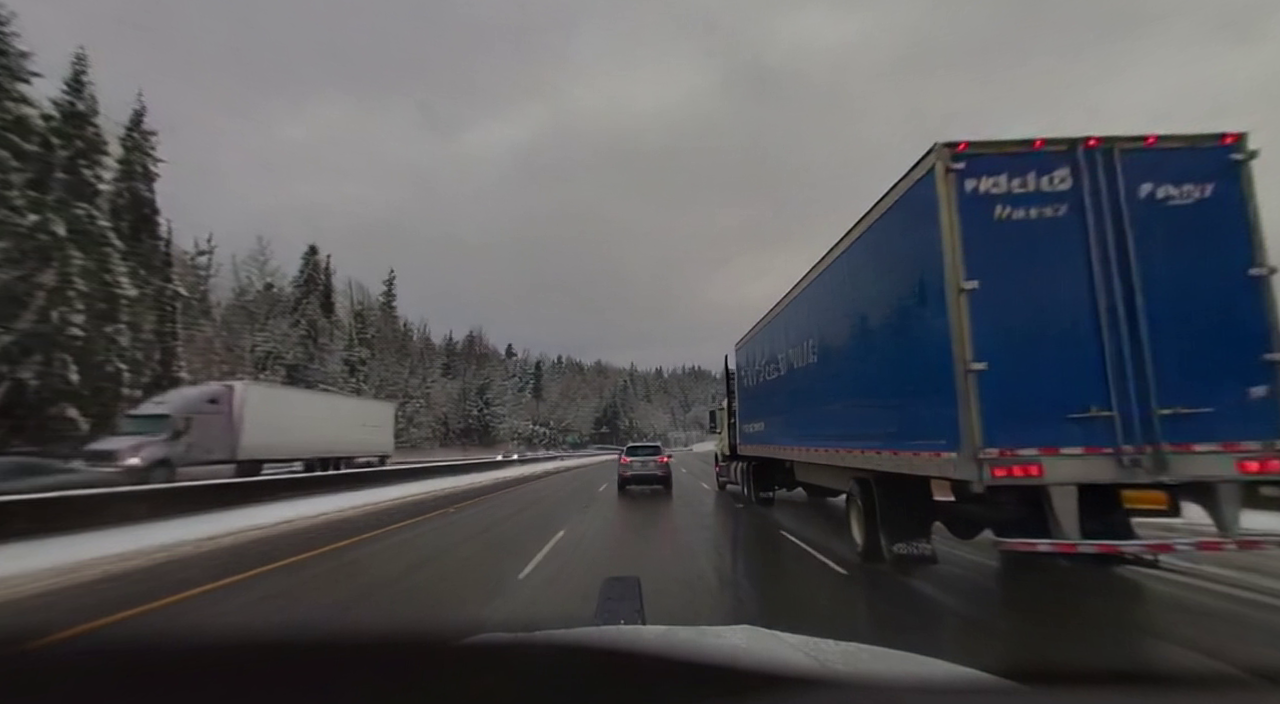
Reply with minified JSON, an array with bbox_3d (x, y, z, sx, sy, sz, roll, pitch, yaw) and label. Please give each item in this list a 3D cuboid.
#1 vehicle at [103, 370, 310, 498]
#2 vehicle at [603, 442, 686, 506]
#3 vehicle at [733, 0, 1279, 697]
[{"bbox_3d":[-15.212,3.029,22.868,3.014,4.010,5.862,0,-9,1],"label":"vehicle"},{"bbox_3d":[0.117,3.375,17.867,2.039,1.532,4.610,0,-9,0],"label":"vehicle"},{"bbox_3d":[3.991,0.839,10.314,2.960,4.018,13.834,0,-9,0],"label":"vehicle"}]
